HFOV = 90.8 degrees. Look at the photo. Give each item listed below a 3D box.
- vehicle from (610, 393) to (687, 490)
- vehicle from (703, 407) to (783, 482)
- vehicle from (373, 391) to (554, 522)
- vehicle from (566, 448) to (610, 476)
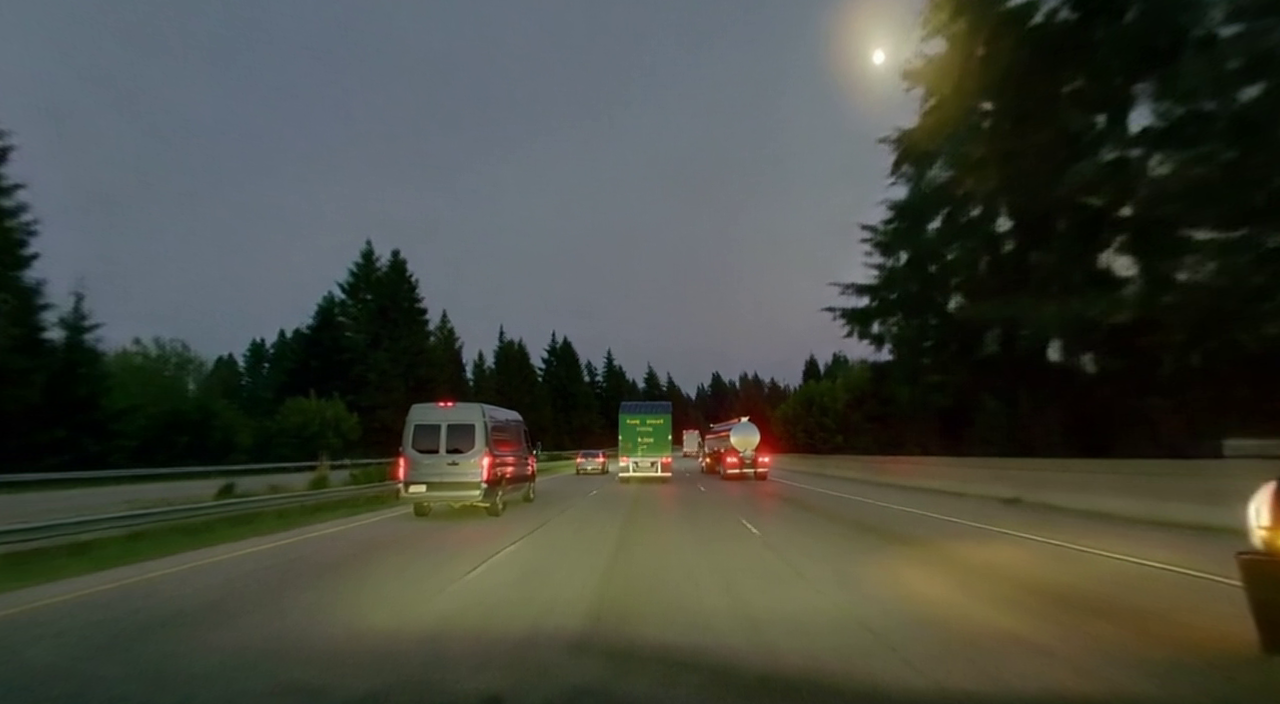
[{"bbox_3d":[0.162,3.985,27.440,2.773,3.455,9.118,0,-9,-2],"label":"vehicle"},{"bbox_3d":[5.451,5.257,35.612,2.706,3.500,11.483,0,-9,1],"label":"vehicle"},{"bbox_3d":[-3.919,2.547,15.696,2.525,2.572,6.260,0,-9,1],"label":"vehicle"},{"bbox_3d":[-3.179,6.842,39.467,2.134,1.652,4.439,0,-9,3],"label":"vehicle"}]
